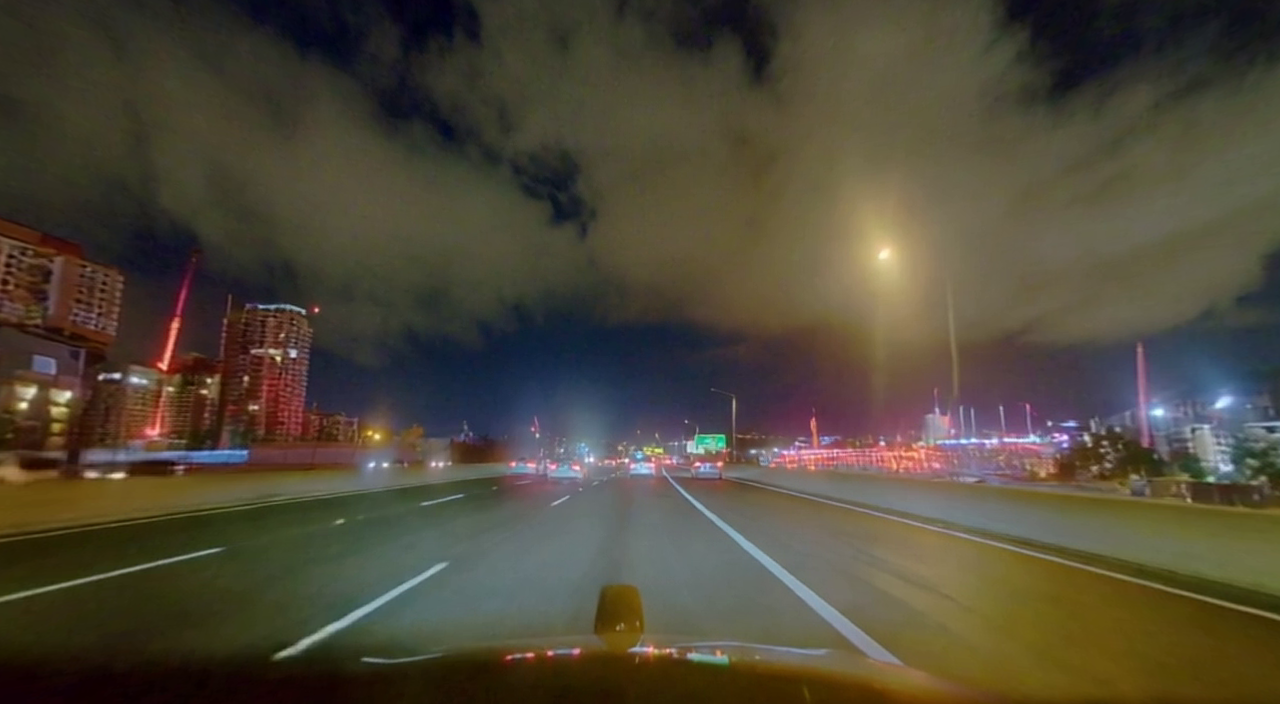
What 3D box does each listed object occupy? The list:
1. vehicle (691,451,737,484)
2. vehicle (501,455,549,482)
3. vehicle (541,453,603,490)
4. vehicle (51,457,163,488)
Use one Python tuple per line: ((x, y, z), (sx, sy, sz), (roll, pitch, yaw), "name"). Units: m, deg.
((3.844, 6.113, 33.599), (1.978, 1.602, 4.092), (0, -9, 1), "vehicle")
((-6.816, 6.965, 37.963), (1.951, 1.528, 4.209), (0, -9, 2), "vehicle")
((-2.930, 5.315, 28.403), (2.136, 1.512, 4.488), (0, -9, 2), "vehicle")
((-27.121, 6.143, 32.373), (1.798, 1.446, 4.409), (0, -9, 1), "vehicle")
